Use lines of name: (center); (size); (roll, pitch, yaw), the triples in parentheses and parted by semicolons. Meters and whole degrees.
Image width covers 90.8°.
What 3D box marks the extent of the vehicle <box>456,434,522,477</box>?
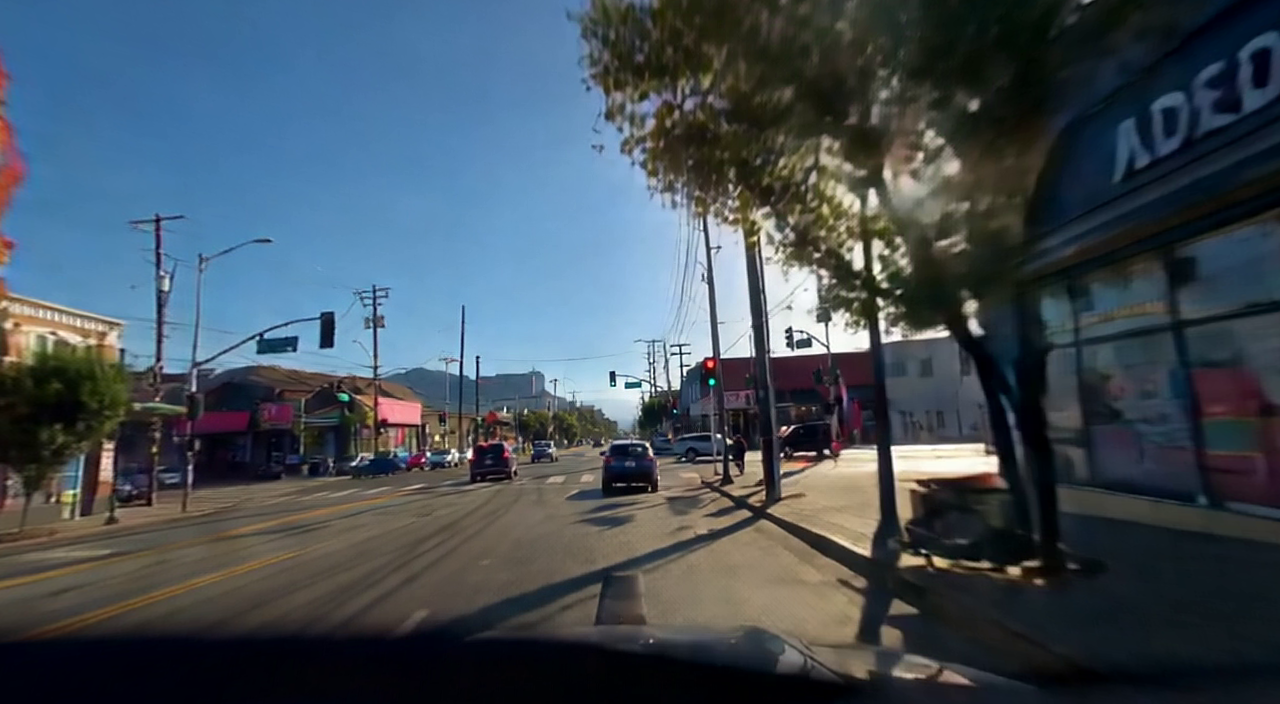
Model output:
vehicle: (-6.671, 4.609, 28.390); (2.063, 1.751, 4.229); (0, -8, -2)

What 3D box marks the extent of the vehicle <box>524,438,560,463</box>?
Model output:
vehicle: (-6.186, 6.254, 40.193); (2.097, 1.457, 4.439); (1, -8, -8)

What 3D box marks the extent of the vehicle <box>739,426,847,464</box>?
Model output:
vehicle: (7.473, 4.551, 31.141); (4.714, 1.686, 1.973); (0, -7, -9)

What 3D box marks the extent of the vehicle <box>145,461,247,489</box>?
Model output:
vehicle: (-26.030, 7.218, 37.149); (4.479, 1.484, 2.036); (0, -8, 1)

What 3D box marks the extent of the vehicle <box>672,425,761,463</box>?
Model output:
vehicle: (4.074, 4.826, 33.345); (4.478, 1.749, 2.161); (4, -9, -42)

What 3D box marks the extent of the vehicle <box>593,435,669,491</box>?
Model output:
vehicle: (-0.243, 3.342, 19.386); (2.059, 1.497, 4.260); (0, -8, 0)
